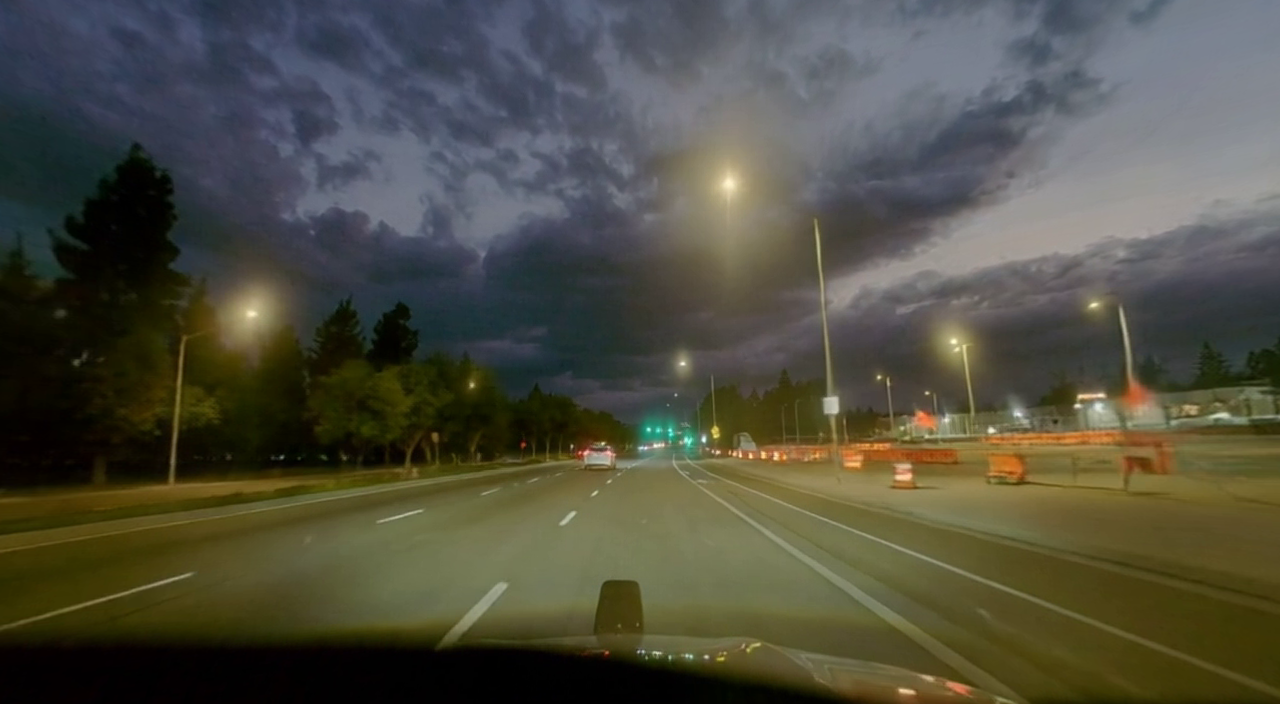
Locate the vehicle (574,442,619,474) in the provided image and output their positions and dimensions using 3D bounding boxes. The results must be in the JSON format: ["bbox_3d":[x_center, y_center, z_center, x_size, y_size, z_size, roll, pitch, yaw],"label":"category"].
[{"bbox_3d":[-2.369,5.878,35.257,2.121,1.654,3.993,0,-8,2],"label":"vehicle"}]
